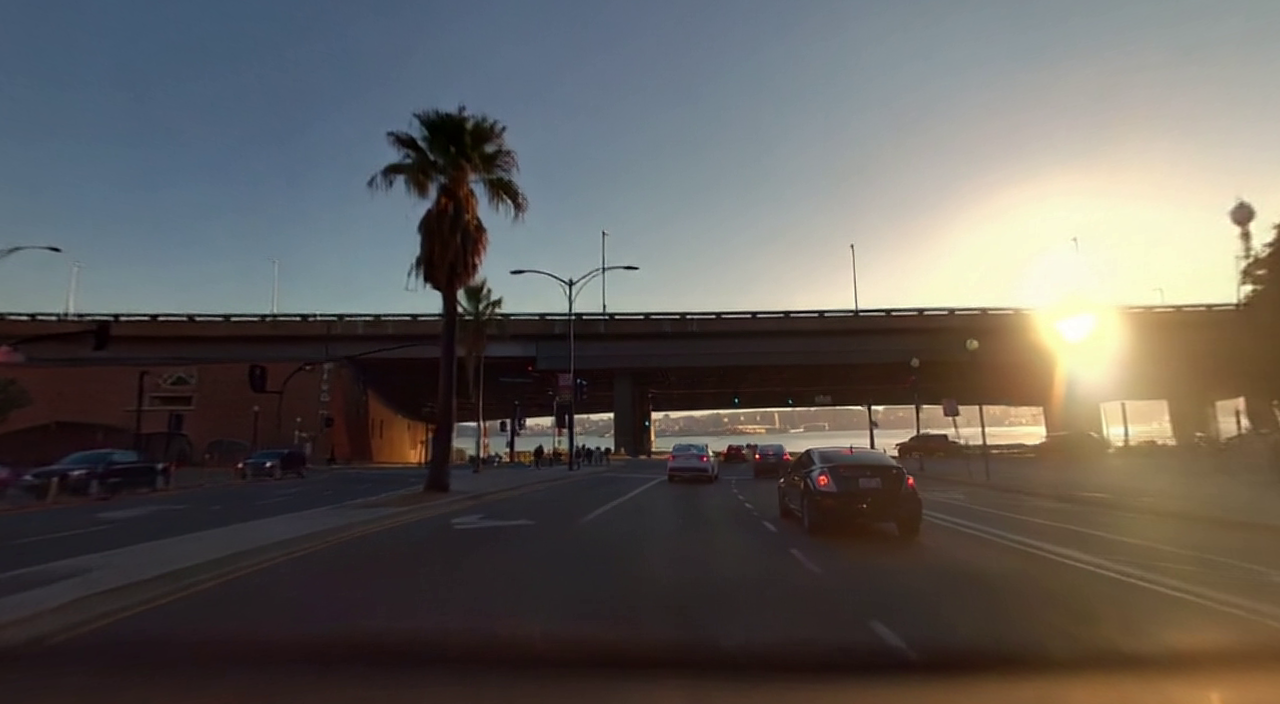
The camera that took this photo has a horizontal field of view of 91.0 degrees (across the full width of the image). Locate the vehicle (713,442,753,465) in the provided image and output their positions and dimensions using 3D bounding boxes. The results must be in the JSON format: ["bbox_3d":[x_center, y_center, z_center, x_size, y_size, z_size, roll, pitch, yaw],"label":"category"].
[{"bbox_3d":[6.595,7.098,44.215,2.134,1.492,4.674,-2,-9,15],"label":"vehicle"}]

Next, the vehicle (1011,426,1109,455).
[{"bbox_3d":[30.601,6.452,45.956,5.771,2.019,2.293,1,-9,-8],"label":"vehicle"}]

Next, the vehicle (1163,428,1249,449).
[{"bbox_3d":[43.328,6.665,48.196,5.097,1.557,1.900,1,-8,-8],"label":"vehicle"}]

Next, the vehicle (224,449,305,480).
[{"bbox_3d":[-23.041,6.880,38.853,2.106,1.791,4.618,0,-9,-1],"label":"vehicle"}]

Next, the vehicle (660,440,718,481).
[{"bbox_3d":[2.101,4.422,25.918,2.077,1.518,3.760,-1,-9,9],"label":"vehicle"}]

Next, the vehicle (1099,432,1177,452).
[{"bbox_3d":[37.229,6.717,47.040,4.535,1.480,1.882,1,-9,-9],"label":"vehicle"}]

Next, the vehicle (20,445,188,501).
[{"bbox_3d":[-18.996,4.258,22.698,2.040,1.749,4.796,0,-9,-4],"label":"vehicle"}]

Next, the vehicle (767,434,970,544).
[{"bbox_3d":[3.687,2.290,11.307,2.051,1.509,4.933,-1,-9,3],"label":"vehicle"}]
